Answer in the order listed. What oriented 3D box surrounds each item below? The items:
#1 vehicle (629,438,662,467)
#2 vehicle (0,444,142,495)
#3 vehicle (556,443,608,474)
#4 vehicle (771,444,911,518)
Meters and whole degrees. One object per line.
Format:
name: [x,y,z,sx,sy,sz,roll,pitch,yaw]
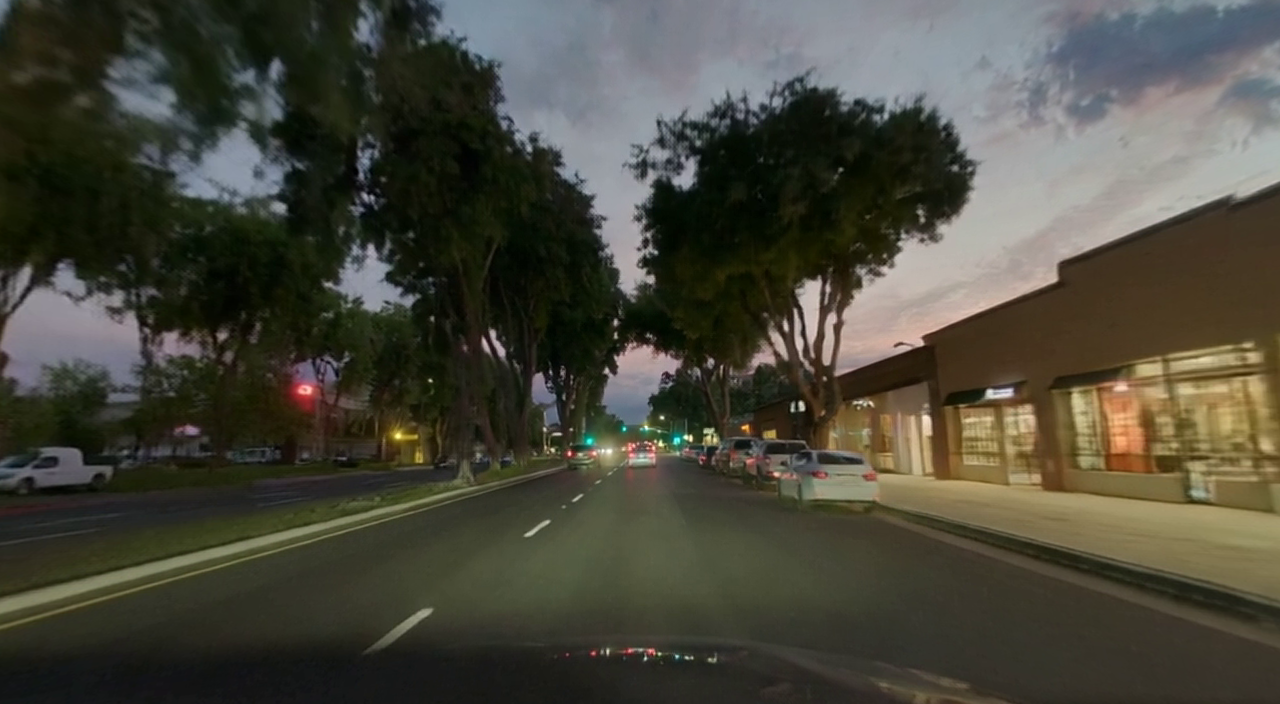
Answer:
vehicle: [0.377,6.568,41.297,2.075,1.770,4.018,0,-9,1]
vehicle: [-27.066,5.433,29.694,2.231,2.124,5.680,-1,-9,4]
vehicle: [-2.926,5.485,32.814,2.151,1.484,4.468,0,-9,2]
vehicle: [4.444,2.890,14.711,1.896,1.451,4.329,0,-9,1]
